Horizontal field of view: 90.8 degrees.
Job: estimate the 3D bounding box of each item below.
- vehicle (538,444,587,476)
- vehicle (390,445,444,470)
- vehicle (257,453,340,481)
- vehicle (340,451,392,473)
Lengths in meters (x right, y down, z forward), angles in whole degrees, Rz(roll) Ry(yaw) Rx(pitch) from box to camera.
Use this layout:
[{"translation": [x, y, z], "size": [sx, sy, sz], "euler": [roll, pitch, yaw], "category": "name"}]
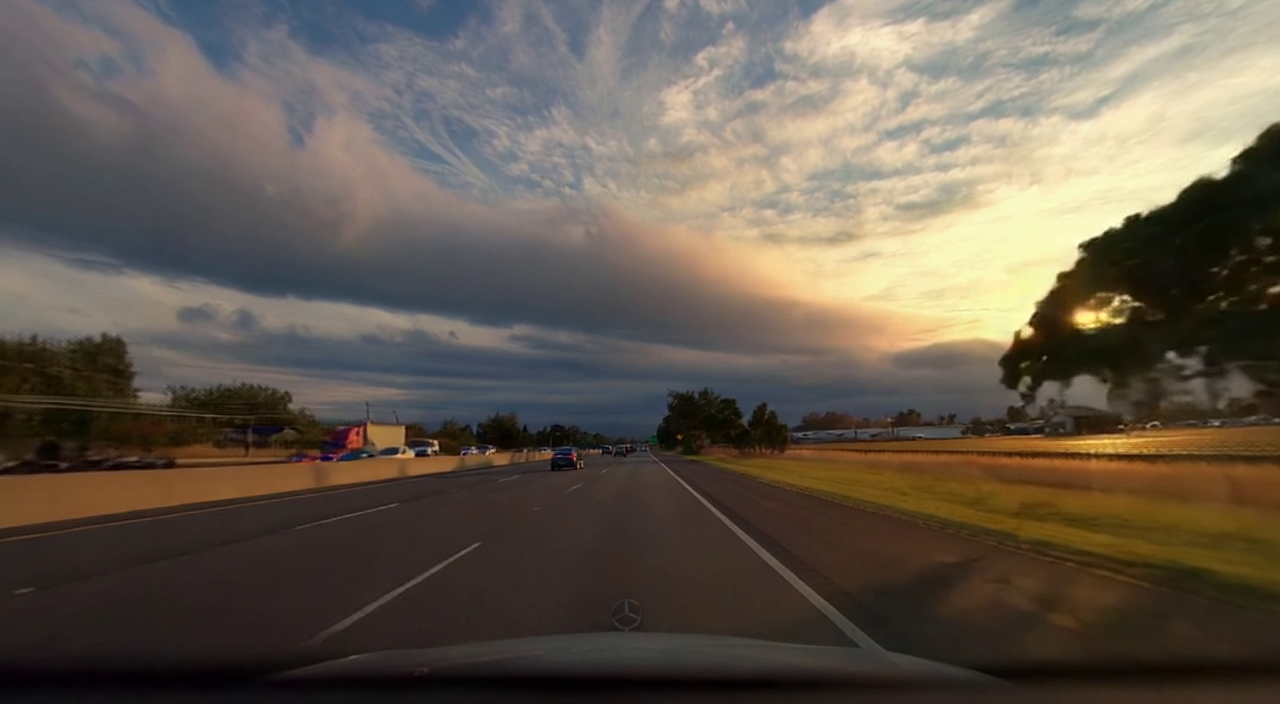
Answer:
[{"translation": [-3.931, 5.528, 32.541], "size": [1.954, 1.541, 4.079], "euler": [0, -9, 1], "category": "vehicle"}, {"translation": [-15.729, 7.481, 44.816], "size": [2.100, 1.678, 4.963], "euler": [0, -9, -1], "category": "vehicle"}, {"translation": [-19.296, 6.508, 35.923], "size": [1.947, 1.459, 4.851], "euler": [0, -9, 1], "category": "vehicle"}, {"translation": [-19.305, 7.763, 44.644], "size": [1.843, 1.437, 4.194], "euler": [0, -9, 0], "category": "vehicle"}]
